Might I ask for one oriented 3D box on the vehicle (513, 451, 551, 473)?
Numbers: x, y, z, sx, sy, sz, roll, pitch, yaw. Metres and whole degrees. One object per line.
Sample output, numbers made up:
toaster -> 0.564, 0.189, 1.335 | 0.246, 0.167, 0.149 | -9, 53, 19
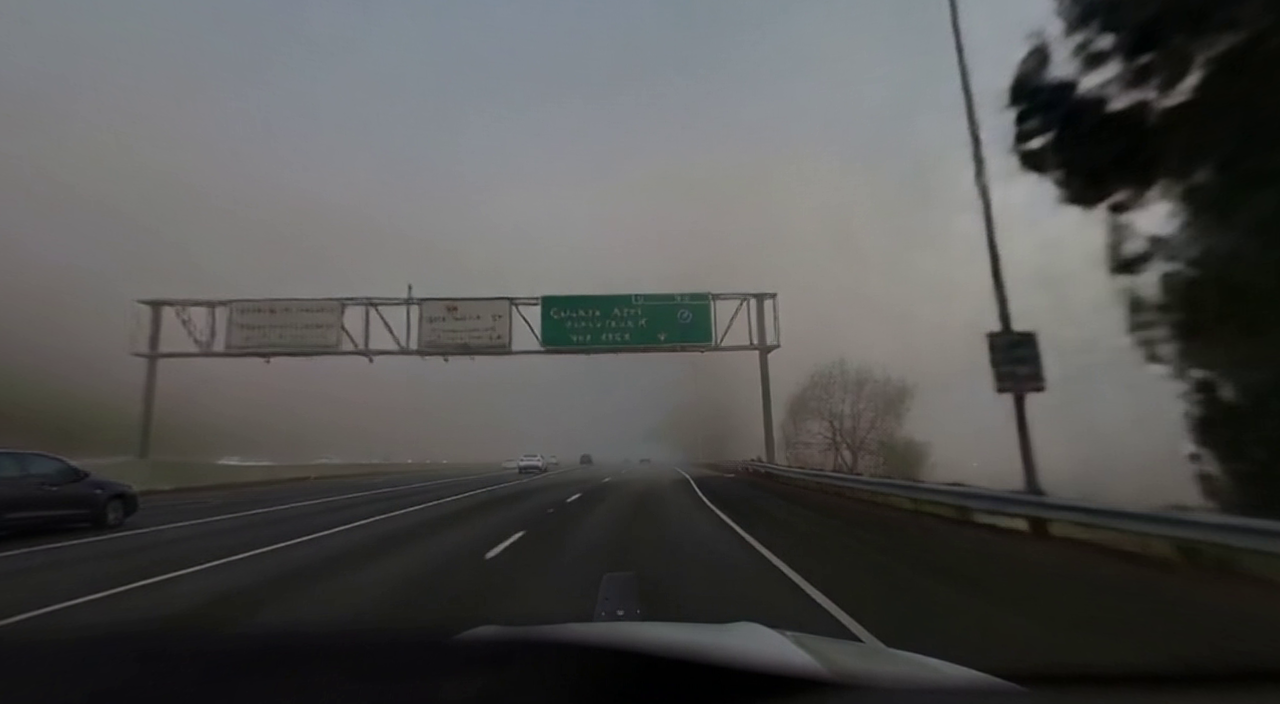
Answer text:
vehicle -> -7.876, 8.065, 46.454 | 2.271, 1.537, 4.029 | -1, -9, -2

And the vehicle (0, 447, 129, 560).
vehicle -> -9.640, 2.067, 8.540 | 1.829, 1.520, 4.505 | -1, -9, -3
